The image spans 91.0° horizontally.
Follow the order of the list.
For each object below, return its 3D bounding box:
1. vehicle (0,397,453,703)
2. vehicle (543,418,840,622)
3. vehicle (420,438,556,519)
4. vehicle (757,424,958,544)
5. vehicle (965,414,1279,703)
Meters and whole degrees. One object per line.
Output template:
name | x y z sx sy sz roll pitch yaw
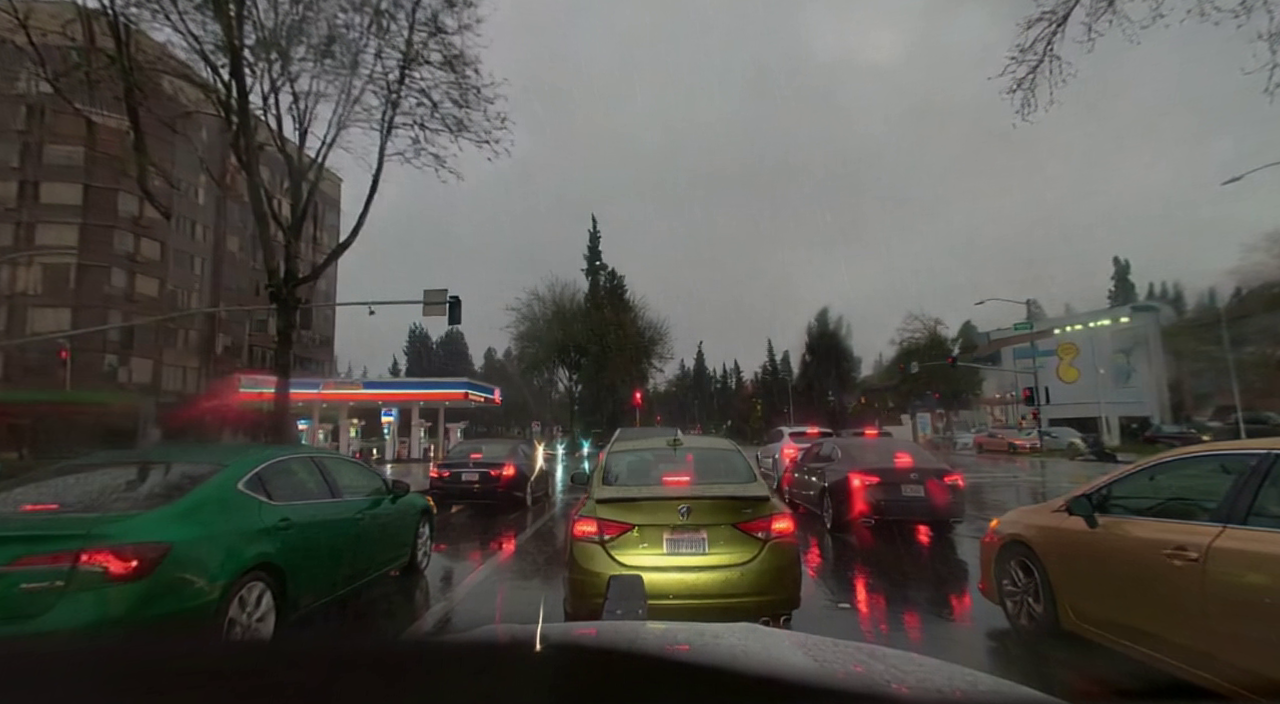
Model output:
vehicle | -3.005 1.249 4.625 1.887 1.493 4.255 0 -9 1
vehicle | 0.328 1.584 6.946 2.220 1.507 4.317 0 -9 -2
vehicle | -3.070 2.643 13.701 1.867 1.474 4.237 0 -9 1
vehicle | 3.377 2.126 10.790 1.947 1.630 4.127 0 -9 0
vehicle | 4.180 1.135 3.612 1.950 1.497 4.686 0 -9 -3
